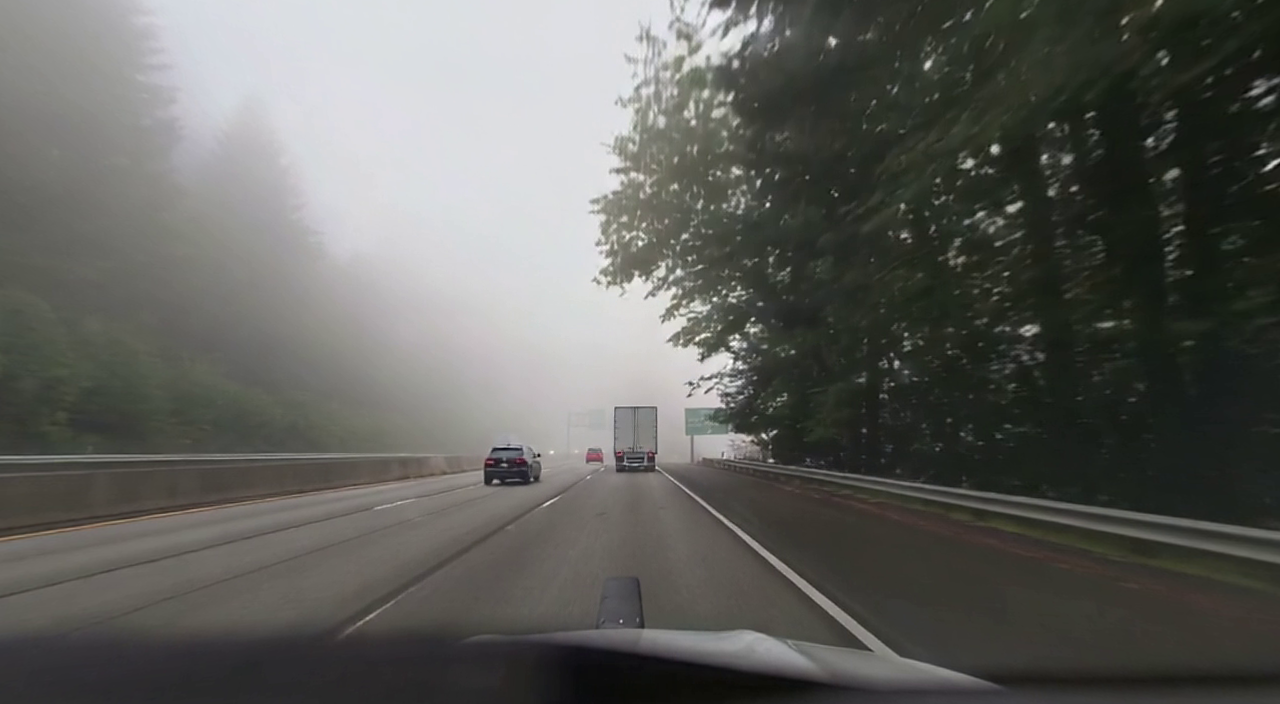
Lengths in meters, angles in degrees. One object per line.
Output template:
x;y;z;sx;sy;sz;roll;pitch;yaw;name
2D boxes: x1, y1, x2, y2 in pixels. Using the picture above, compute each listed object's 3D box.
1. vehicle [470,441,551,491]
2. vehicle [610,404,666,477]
-4.403;3.939;22.054;1.964;1.556;4.071;0;-9;0;vehicle
-0.226;5.648;39.534;2.976;3.800;12.335;0;-9;-1;vehicle
